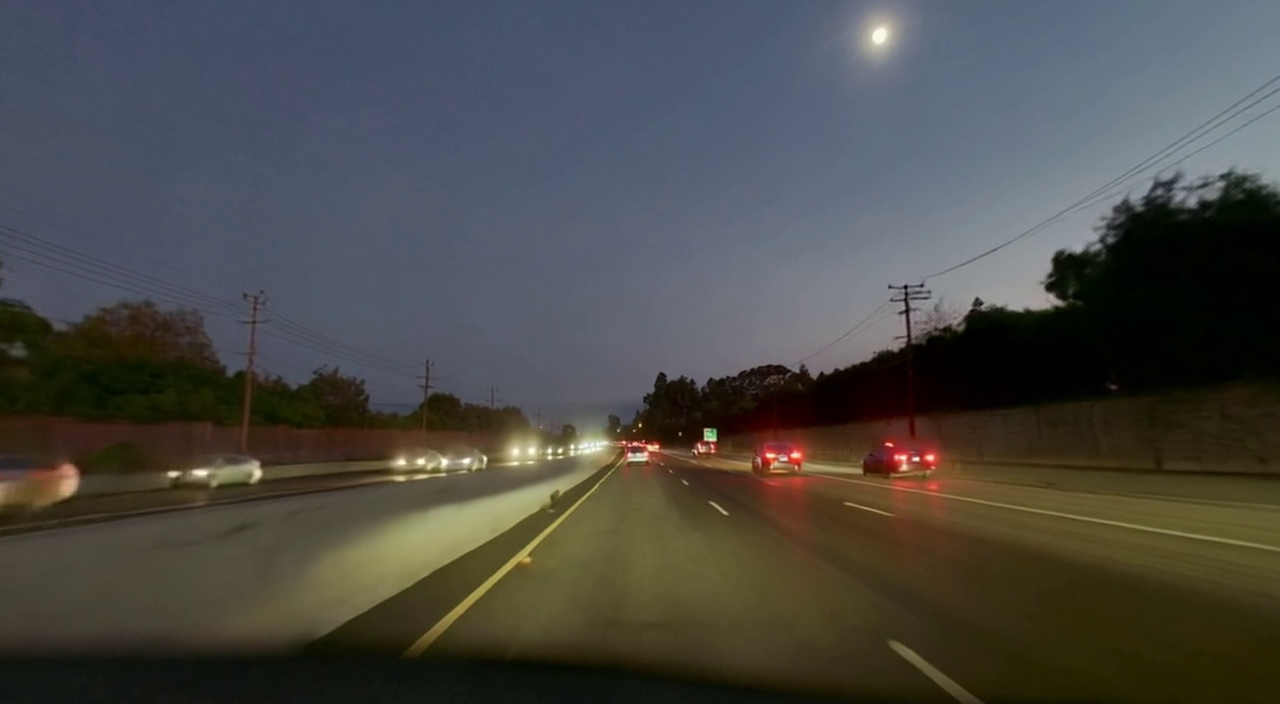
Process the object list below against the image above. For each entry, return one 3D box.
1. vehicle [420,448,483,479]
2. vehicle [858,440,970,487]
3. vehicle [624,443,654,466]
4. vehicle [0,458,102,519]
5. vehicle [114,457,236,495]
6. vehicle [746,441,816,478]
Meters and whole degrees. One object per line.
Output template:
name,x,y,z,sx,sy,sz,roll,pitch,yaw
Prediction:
vehicle,-9.944,5.885,33.701,1.946,1.495,4.468,0,-9,0
vehicle,9.732,3.989,22.901,1.969,1.506,4.422,0,-9,-1
vehicle,-0.091,7.087,43.737,1.993,1.506,3.883,0,-8,0
vehicle,-16.780,3.491,16.190,1.875,1.460,4.645,0,-8,0
vehicle,-20.349,5.400,27.918,1.971,1.447,4.468,0,-9,0
vehicle,6.340,4.892,29.001,2.069,1.520,4.614,0,-8,-1
